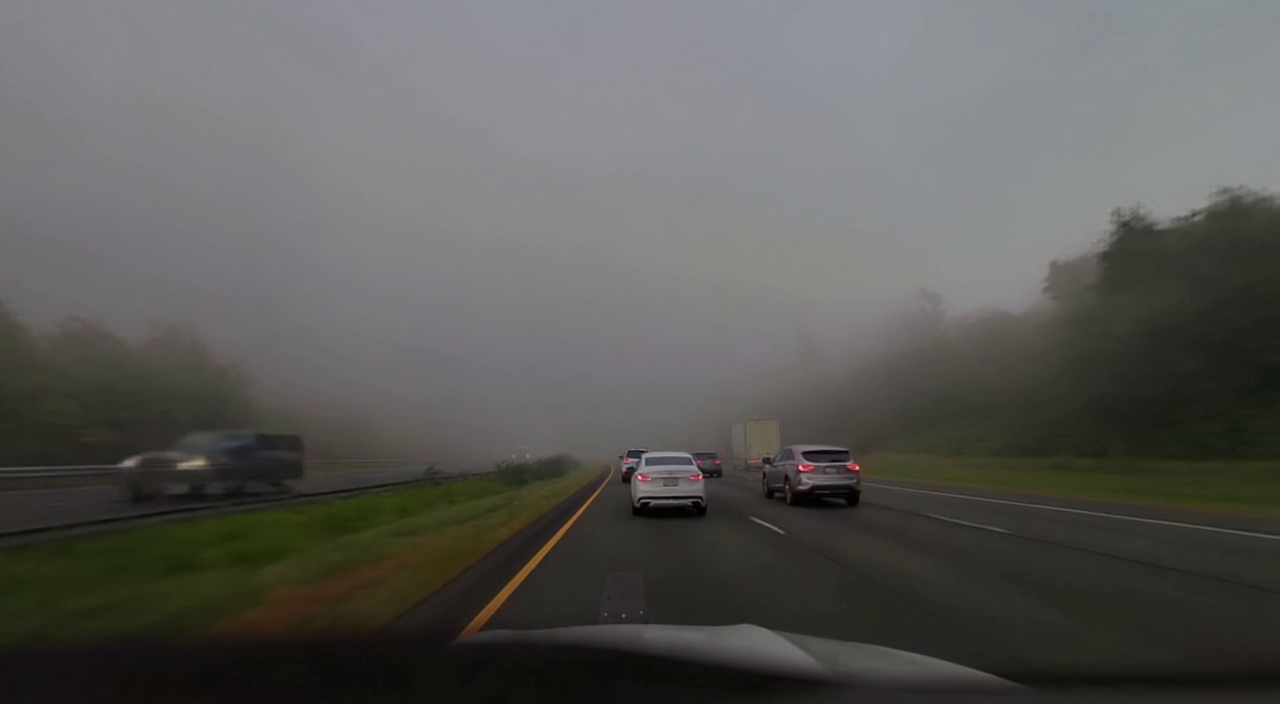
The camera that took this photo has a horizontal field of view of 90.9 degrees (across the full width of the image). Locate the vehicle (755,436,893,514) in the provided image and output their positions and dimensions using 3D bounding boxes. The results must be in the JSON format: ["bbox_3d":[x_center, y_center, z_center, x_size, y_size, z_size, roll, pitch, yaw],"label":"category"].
[{"bbox_3d":[4.394,3.020,15.963,1.998,1.657,4.604,0,-9,-1],"label":"vehicle"}]

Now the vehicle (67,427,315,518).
[{"bbox_3d":[-8.557,2.327,12.585,1.941,1.483,4.061,0,-9,0],"label":"vehicle"}]

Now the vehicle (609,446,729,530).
[{"bbox_3d":[0.470,2.671,12.936,2.094,1.426,3.725,0,-9,-1],"label":"vehicle"}]
